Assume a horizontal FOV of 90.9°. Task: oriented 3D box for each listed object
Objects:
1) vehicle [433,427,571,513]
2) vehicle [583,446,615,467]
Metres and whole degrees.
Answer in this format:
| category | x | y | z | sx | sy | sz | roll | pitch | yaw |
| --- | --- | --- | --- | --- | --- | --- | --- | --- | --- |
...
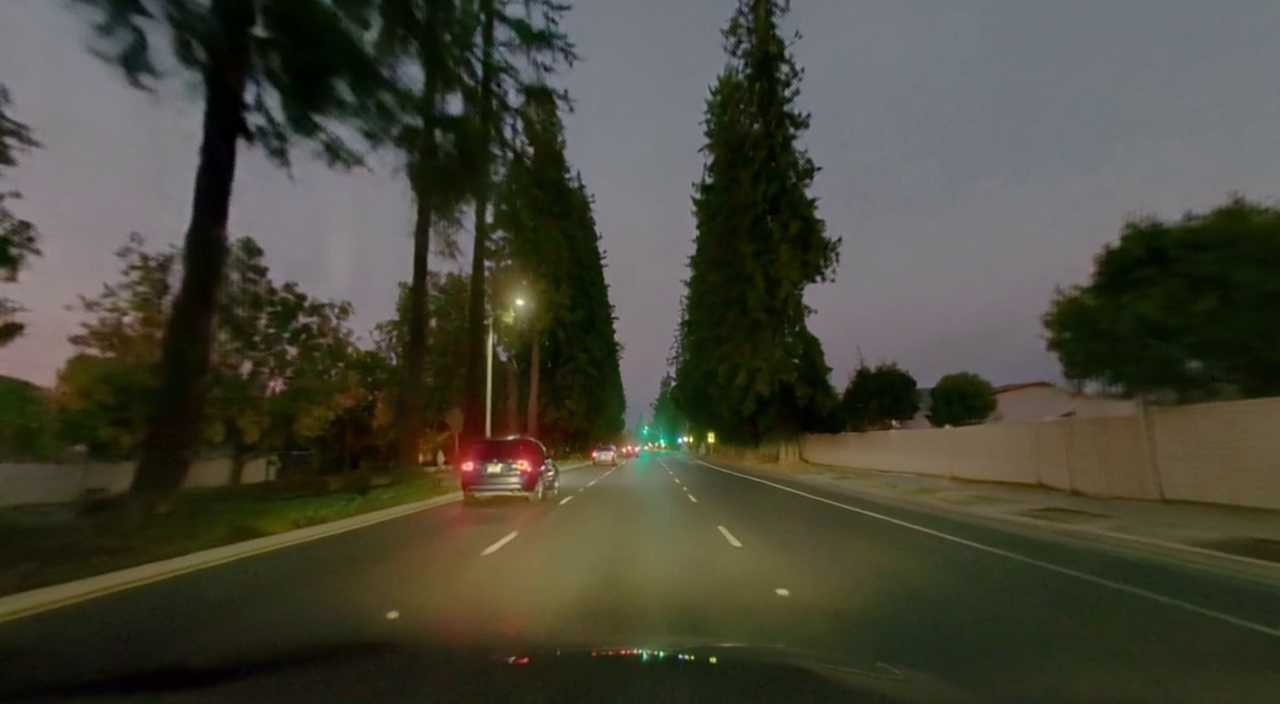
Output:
| category | x | y | z | sx | sy | sz | roll | pitch | yaw |
| --- | --- | --- | --- | --- | --- | --- | --- | --- | --- |
| vehicle | -2.972 | 2.679 | 14.759 | 2.058 | 1.671 | 4.704 | 0 | -9 | 1 |
| vehicle | -2.981 | 7.714 | 46.704 | 2.021 | 1.466 | 4.330 | 0 | -9 | 1 |
